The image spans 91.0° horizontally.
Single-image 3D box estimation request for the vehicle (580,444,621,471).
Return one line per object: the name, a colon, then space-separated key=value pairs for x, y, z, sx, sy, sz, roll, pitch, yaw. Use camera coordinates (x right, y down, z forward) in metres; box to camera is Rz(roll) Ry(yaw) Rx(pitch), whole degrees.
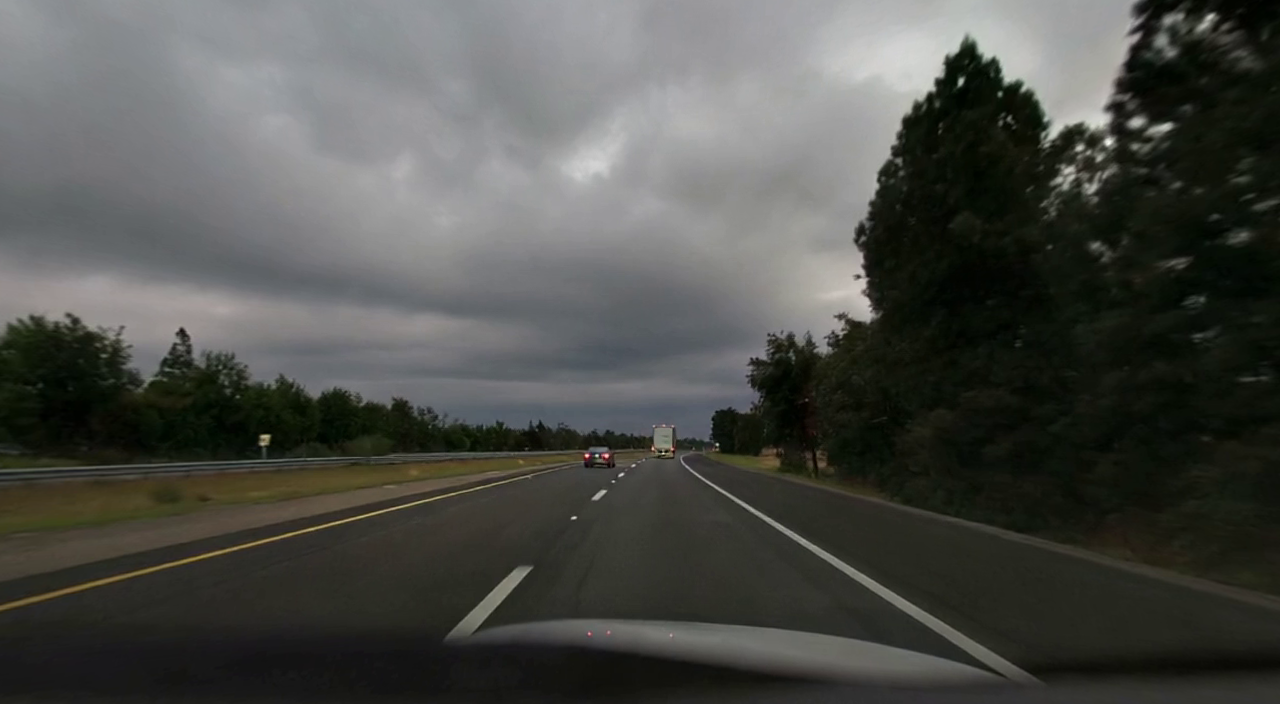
vehicle: x=-2.386 y=6.496 z=38.871 sx=2.199 sy=1.555 sz=4.451 roll=0 pitch=-9 yaw=0
